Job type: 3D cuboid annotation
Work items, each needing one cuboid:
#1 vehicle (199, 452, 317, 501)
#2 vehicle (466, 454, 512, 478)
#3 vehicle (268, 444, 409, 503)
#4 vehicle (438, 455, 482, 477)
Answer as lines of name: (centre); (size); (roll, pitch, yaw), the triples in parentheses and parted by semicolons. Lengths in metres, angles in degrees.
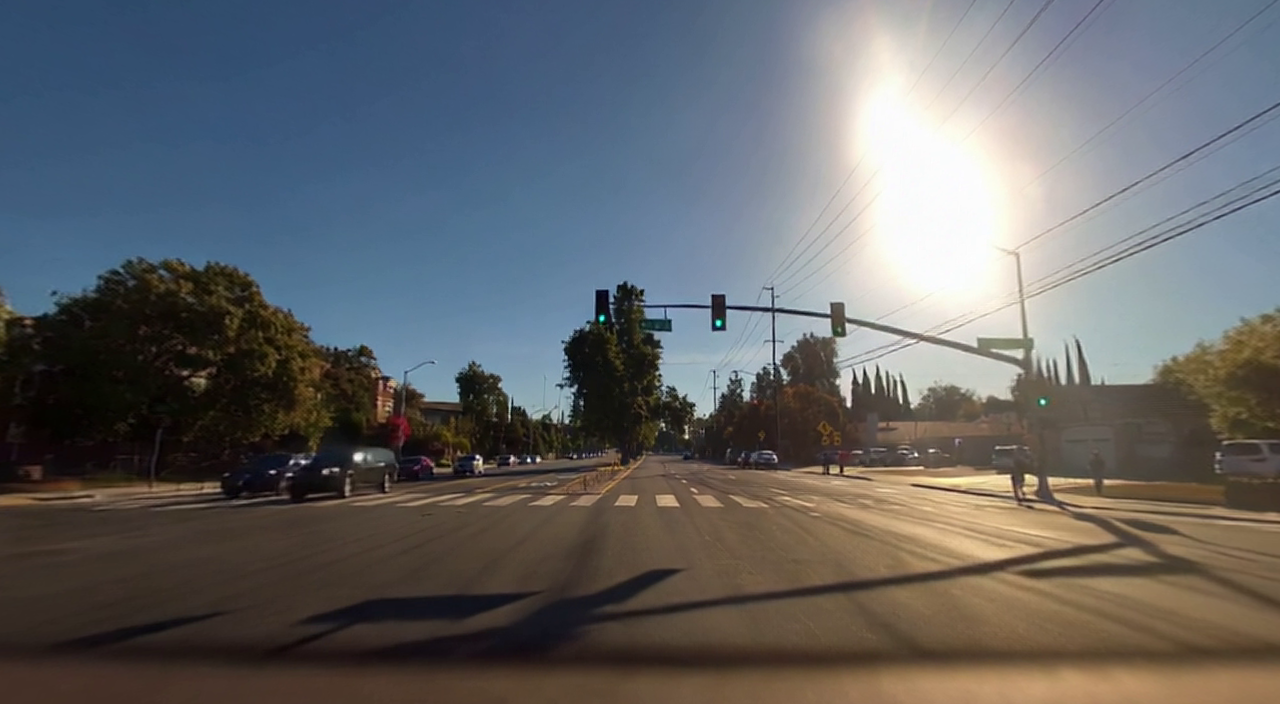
vehicle: (-14.033, 4.564, 23.442); (1.783, 1.592, 3.978); (0, -8, 1)
vehicle: (-10.014, 7.571, 42.141); (1.899, 1.464, 4.418); (0, -8, 2)
vehicle: (-10.575, 4.254, 22.734); (2.249, 1.825, 5.378); (0, -8, 2)
vehicle: (-13.556, 8.610, 47.707); (1.902, 1.470, 4.678); (0, -8, 1)
